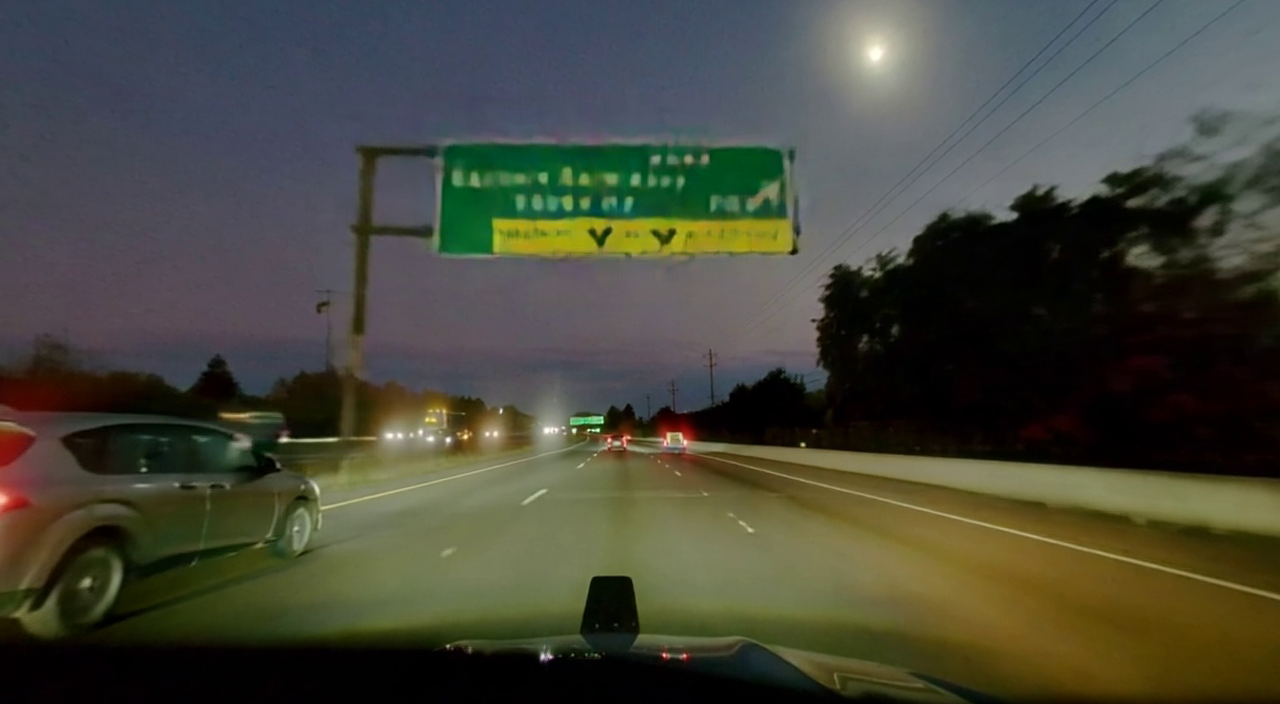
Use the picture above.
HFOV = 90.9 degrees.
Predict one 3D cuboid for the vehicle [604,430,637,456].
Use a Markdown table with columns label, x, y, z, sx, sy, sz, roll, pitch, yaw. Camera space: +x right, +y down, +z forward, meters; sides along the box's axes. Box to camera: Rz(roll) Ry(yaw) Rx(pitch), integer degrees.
| label | x | y | z | sx | sy | sz | roll | pitch | yaw |
| --- | --- | --- | --- | --- | --- | --- | --- | --- | --- |
| vehicle | -1.407 | 6.268 | 43.605 | 2.159 | 1.690 | 3.720 | 0 | -7 | -3 |

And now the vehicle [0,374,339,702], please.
| label | x | y | z | sx | sy | sz | roll | pitch | yaw |
| --- | --- | --- | --- | --- | --- | --- | --- | --- | --- |
| vehicle | -4.217 | 1.109 | 4.596 | 2.100 | 1.590 | 4.077 | 0 | -7 | -2 |

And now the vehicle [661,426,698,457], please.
| label | x | y | z | sx | sy | sz | roll | pitch | yaw |
| --- | --- | --- | --- | --- | --- | --- | --- | --- | --- |
| vehicle | 2.575 | 5.946 | 41.987 | 1.976 | 1.905 | 3.263 | 0 | -7 | -5 |
